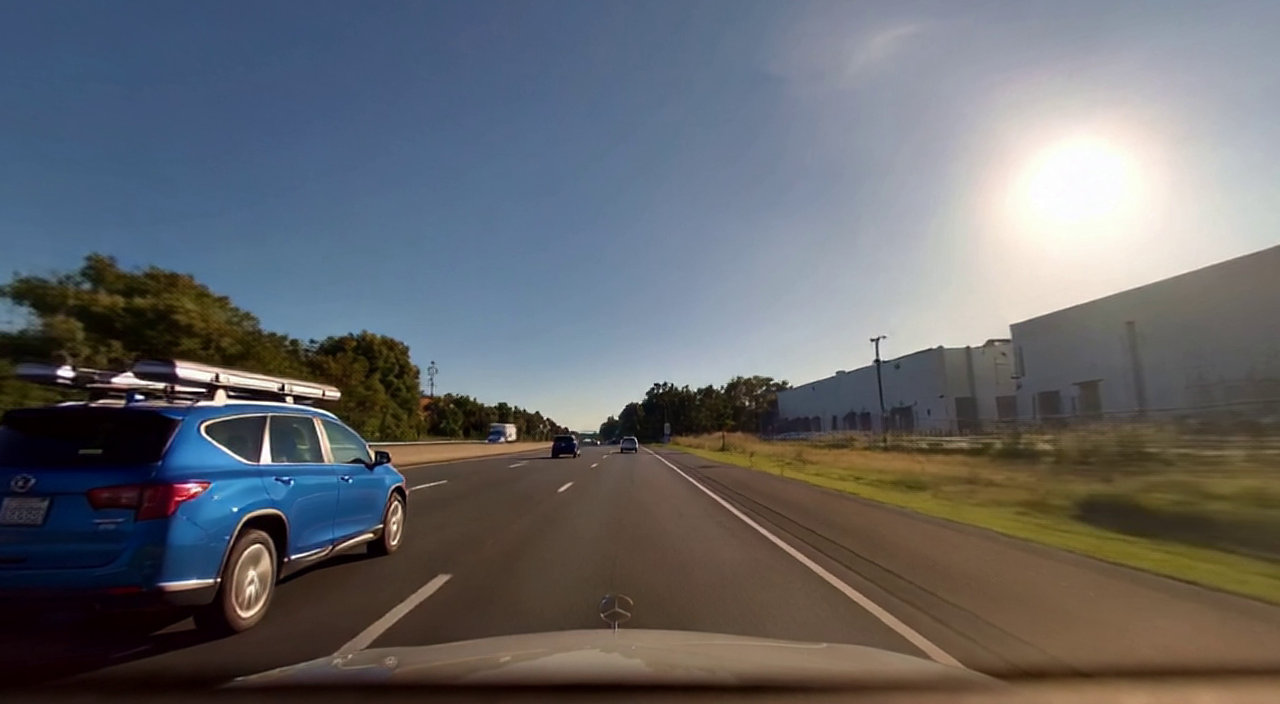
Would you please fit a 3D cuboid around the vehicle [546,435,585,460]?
[{"bbox_3d":[-4.971,6.454,42.739,2.189,1.580,4.607,0,-8,-1],"label":"vehicle"}]

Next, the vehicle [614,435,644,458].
[{"bbox_3d":[-0.785,6.928,46.497,2.151,1.618,3.898,0,-8,0],"label":"vehicle"}]
